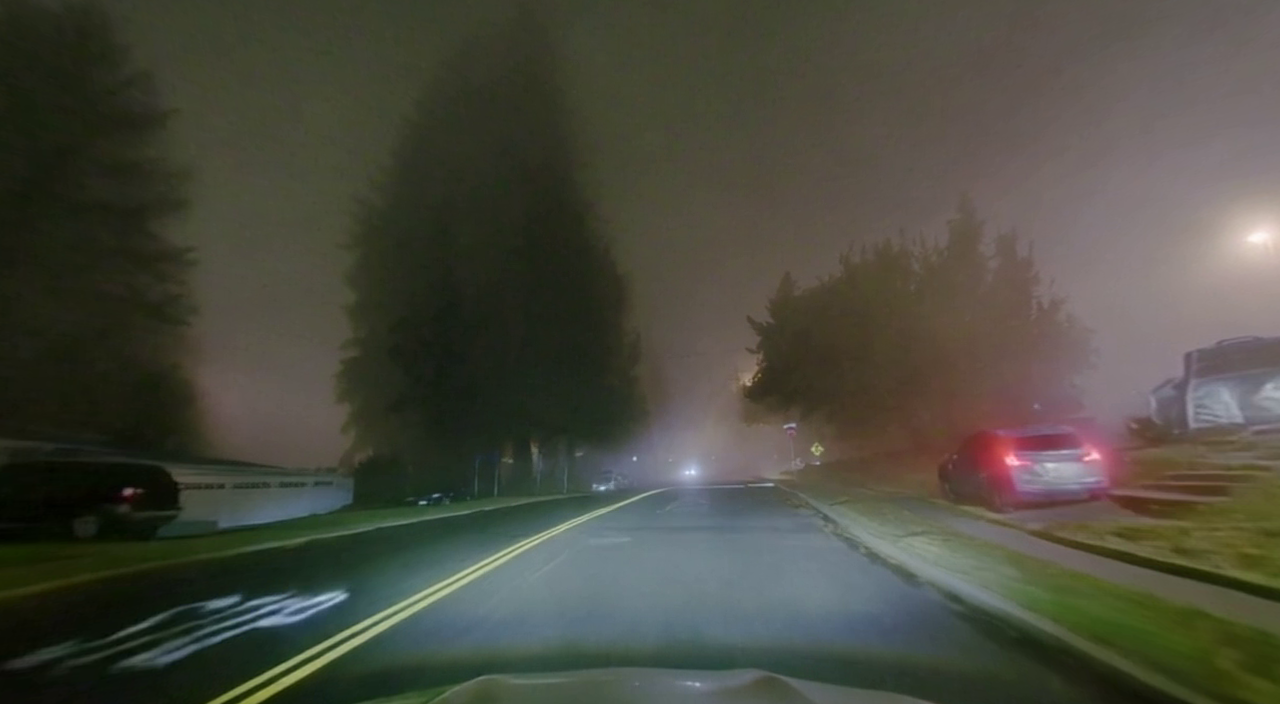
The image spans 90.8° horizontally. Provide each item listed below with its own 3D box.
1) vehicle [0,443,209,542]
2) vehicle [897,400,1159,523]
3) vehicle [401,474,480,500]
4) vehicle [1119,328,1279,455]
[{"bbox_3d":[-12.665,2.946,13.046,5.643,1.759,2.110,1,-19,-6],"label":"vehicle"},{"bbox_3d":[7.014,2.061,12.274,2.163,1.885,4.804,-1,-8,3],"label":"vehicle"},{"bbox_3d":[-12.393,8.419,39.407,4.320,1.443,1.867,-1,-8,1],"label":"vehicle"},{"bbox_3d":[11.802,0.605,11.422,4.539,2.010,2.163,-3,-3,-3],"label":"vehicle"}]
